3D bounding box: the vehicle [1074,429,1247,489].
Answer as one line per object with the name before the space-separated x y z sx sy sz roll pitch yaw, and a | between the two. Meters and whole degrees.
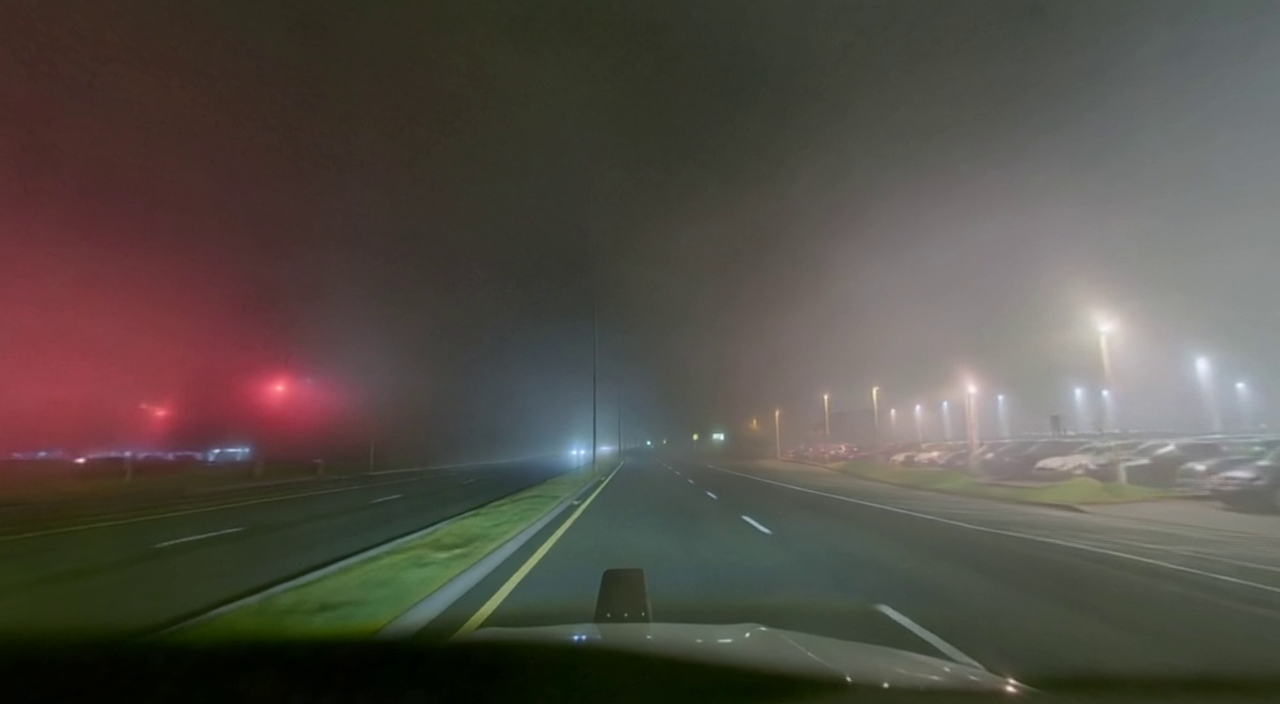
vehicle | 16.939 3.467 20.865 1.882 1.699 4.367 -1 -8 -1
